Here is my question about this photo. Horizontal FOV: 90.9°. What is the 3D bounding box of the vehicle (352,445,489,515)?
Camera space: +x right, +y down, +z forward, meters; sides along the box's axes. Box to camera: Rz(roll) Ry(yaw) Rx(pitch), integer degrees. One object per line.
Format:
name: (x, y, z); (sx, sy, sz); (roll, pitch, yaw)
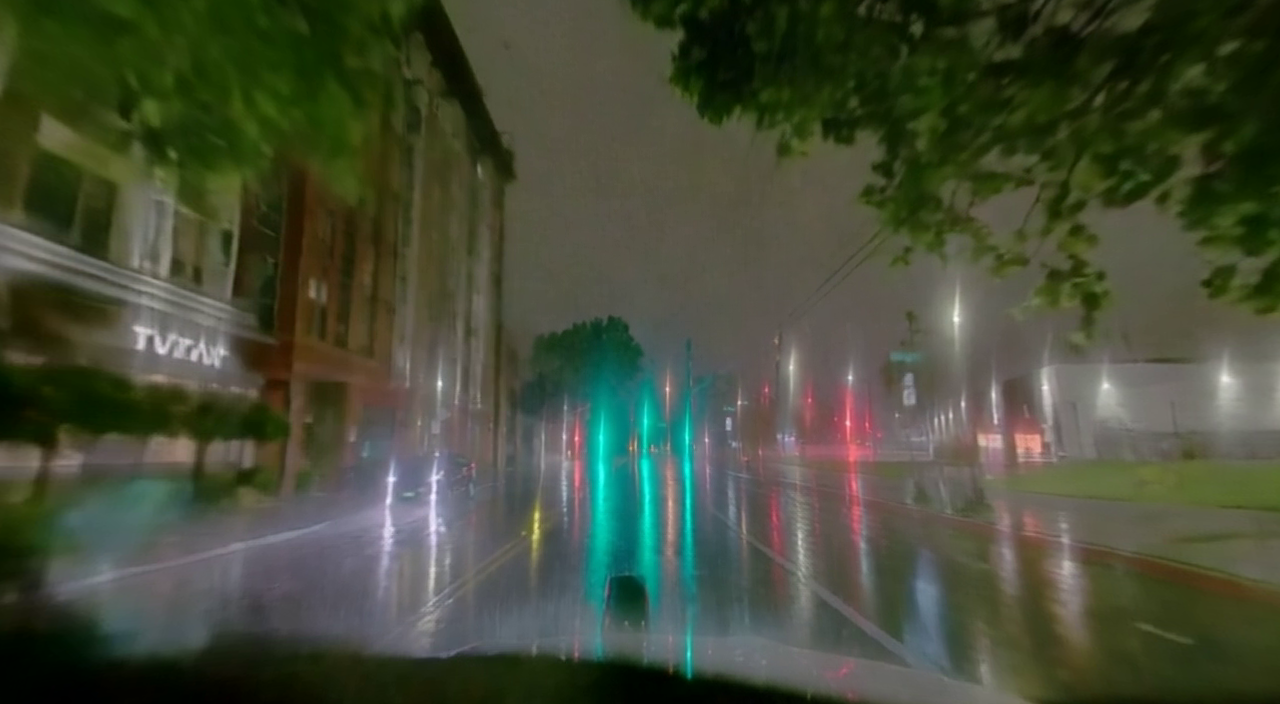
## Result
vehicle: (-6.099, 3.572, 18.287); (2.147, 1.701, 4.879); (-1, -8, 1)
